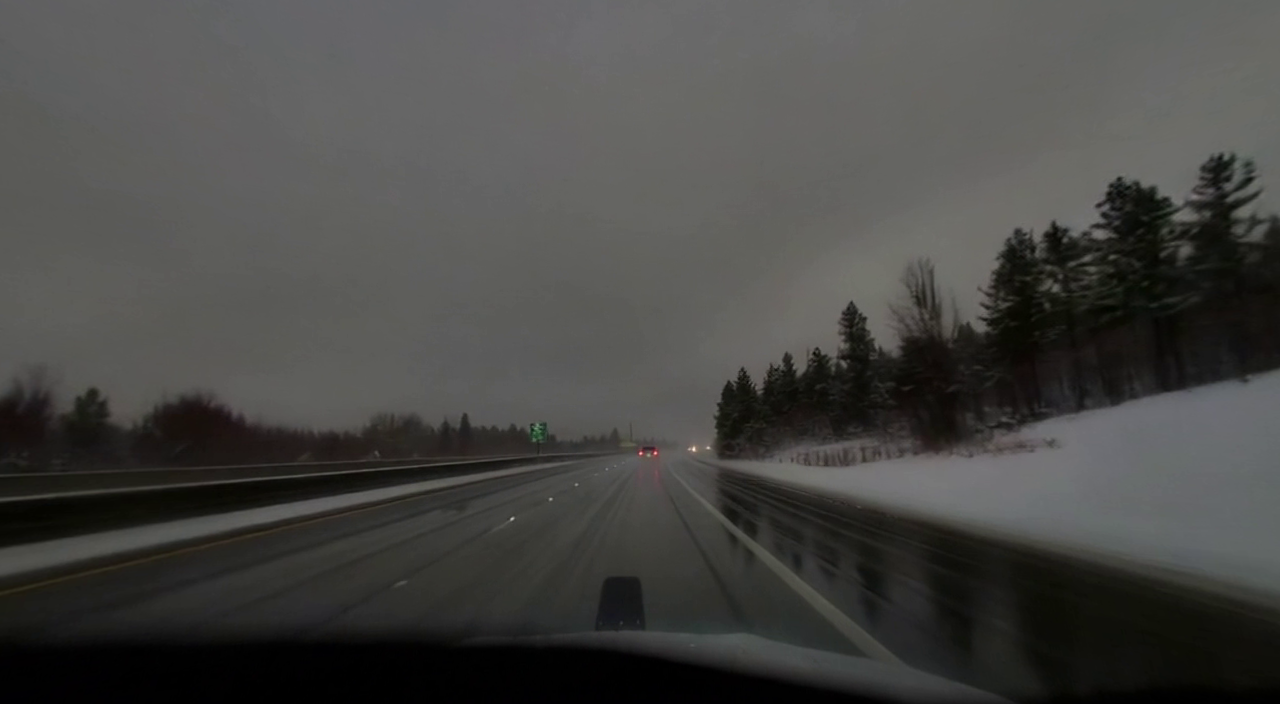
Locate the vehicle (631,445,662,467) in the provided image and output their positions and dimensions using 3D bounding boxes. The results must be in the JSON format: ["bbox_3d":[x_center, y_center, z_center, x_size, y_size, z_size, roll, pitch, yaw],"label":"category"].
[{"bbox_3d":[0.523,7.778,47.305,2.221,1.603,4.149,0,-9,1],"label":"vehicle"}]
